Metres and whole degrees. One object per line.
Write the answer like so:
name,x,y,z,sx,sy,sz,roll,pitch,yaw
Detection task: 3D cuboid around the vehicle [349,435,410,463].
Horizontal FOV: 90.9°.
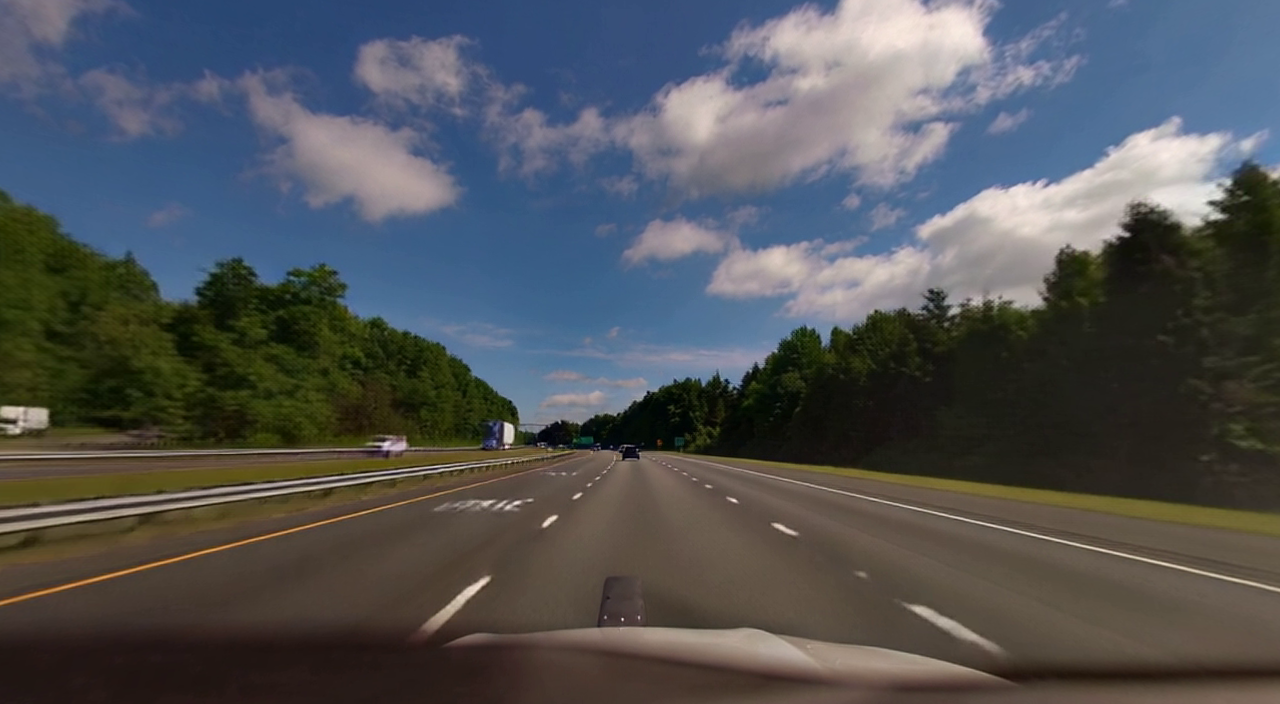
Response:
vehicle,-16.544,6.178,40.221,2.082,1.628,4.275,0,-9,-1
